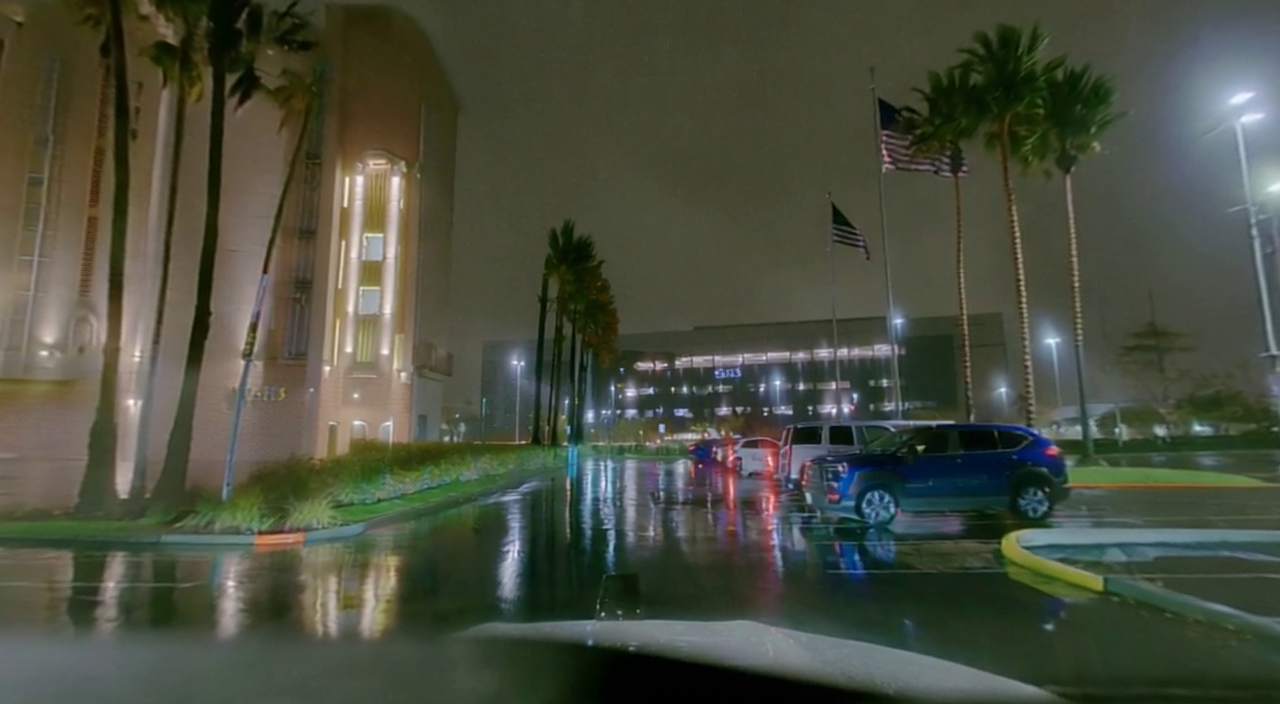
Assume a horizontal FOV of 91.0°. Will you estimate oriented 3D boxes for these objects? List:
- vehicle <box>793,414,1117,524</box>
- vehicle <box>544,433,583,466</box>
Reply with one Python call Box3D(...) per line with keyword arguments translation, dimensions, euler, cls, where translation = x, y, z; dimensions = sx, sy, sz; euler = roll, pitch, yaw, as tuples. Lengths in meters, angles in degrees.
Box3D(translation=(5.218, 2.001, 11.009), dimensions=(4.567, 1.723, 1.926), euler=(0, -8, 2), cls="vehicle")
Box3D(translation=(-5.401, 6.892, 44.876), dimensions=(1.943, 1.890, 4.472), euler=(3, -4, 3), cls="vehicle")
